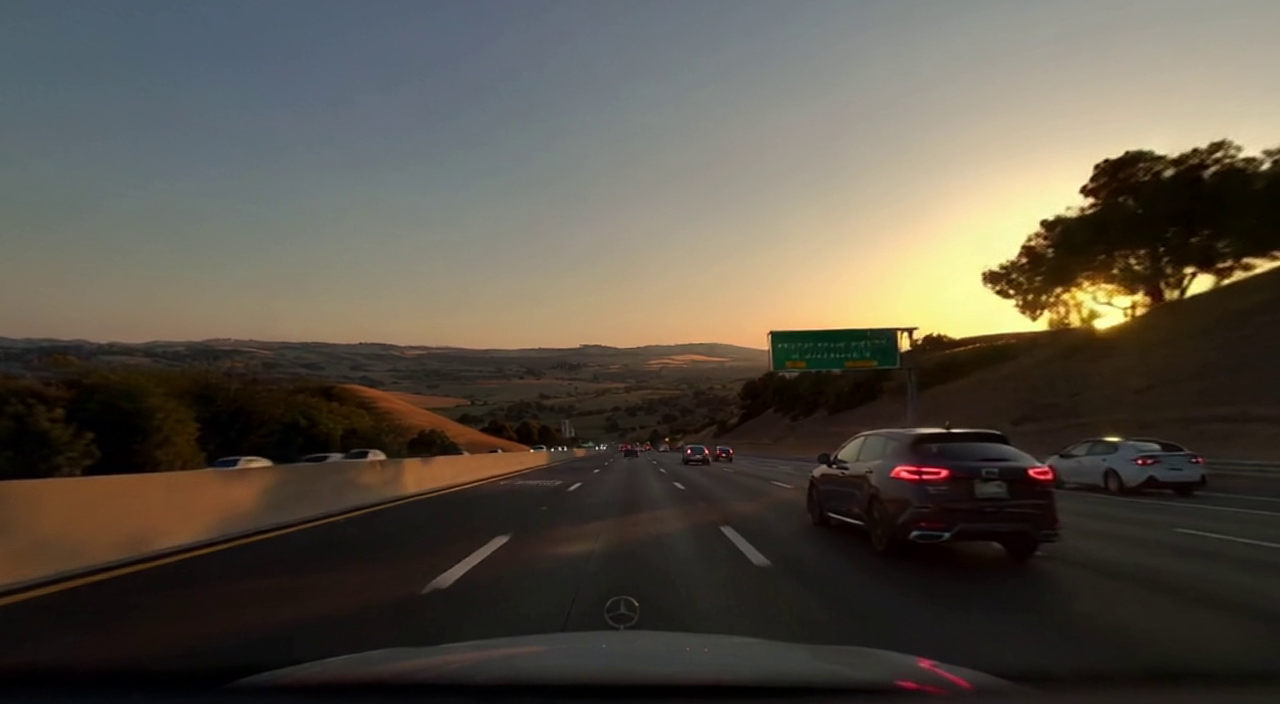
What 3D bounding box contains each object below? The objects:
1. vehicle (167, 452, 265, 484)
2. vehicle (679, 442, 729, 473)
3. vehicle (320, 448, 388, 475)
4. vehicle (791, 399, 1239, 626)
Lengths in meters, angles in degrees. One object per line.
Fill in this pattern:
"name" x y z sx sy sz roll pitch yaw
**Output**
"vehicle" -22.002 6.023 33.078 1.931 1.483 4.605 0 -9 0
"vehicle" 3.190 5.395 32.511 2.038 1.477 4.313 0 -9 -1
"vehicle" -15.059 5.771 33.512 1.861 1.296 3.759 0 -8 0
"vehicle" 3.242 1.486 6.876 1.977 1.601 4.598 0 -9 -1
